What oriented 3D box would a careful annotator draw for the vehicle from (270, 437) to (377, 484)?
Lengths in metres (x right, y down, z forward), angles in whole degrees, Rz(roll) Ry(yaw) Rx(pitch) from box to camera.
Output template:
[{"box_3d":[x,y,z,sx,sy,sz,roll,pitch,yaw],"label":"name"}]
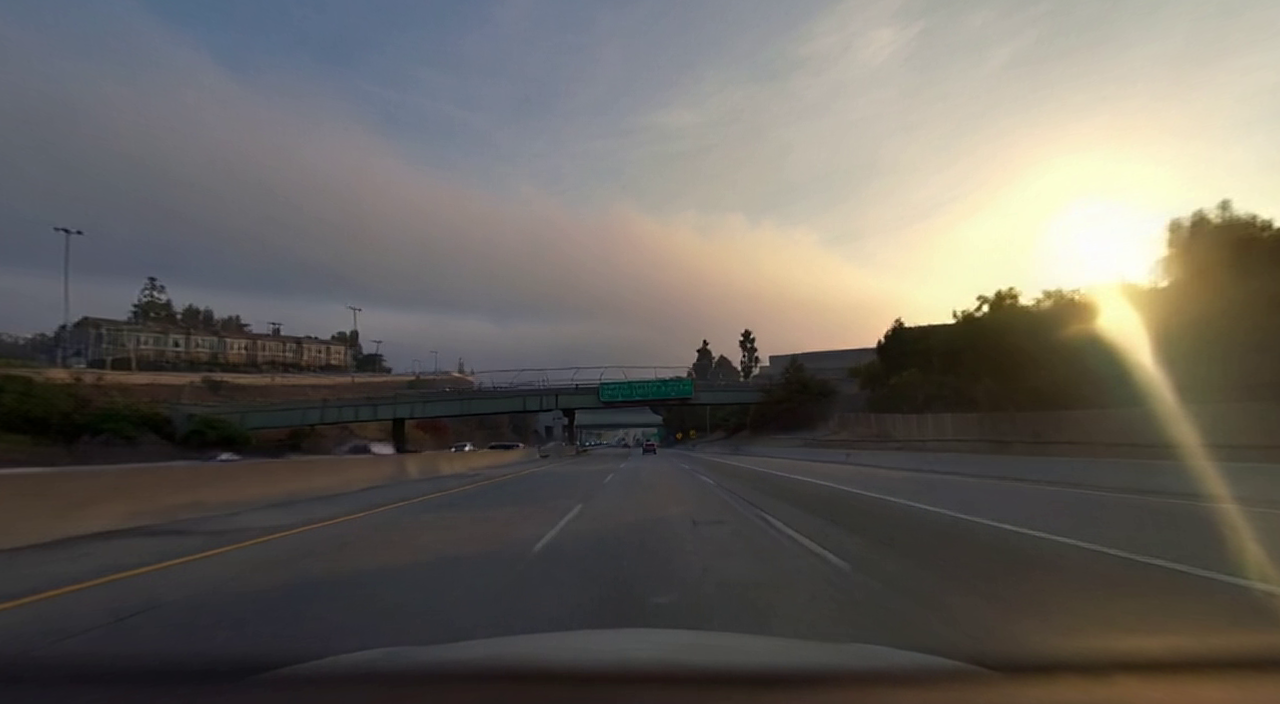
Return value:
[{"box_3d":[-11.235,3.860,22.693,1.793,1.529,3.761,0,-8,2],"label":"vehicle"}]
